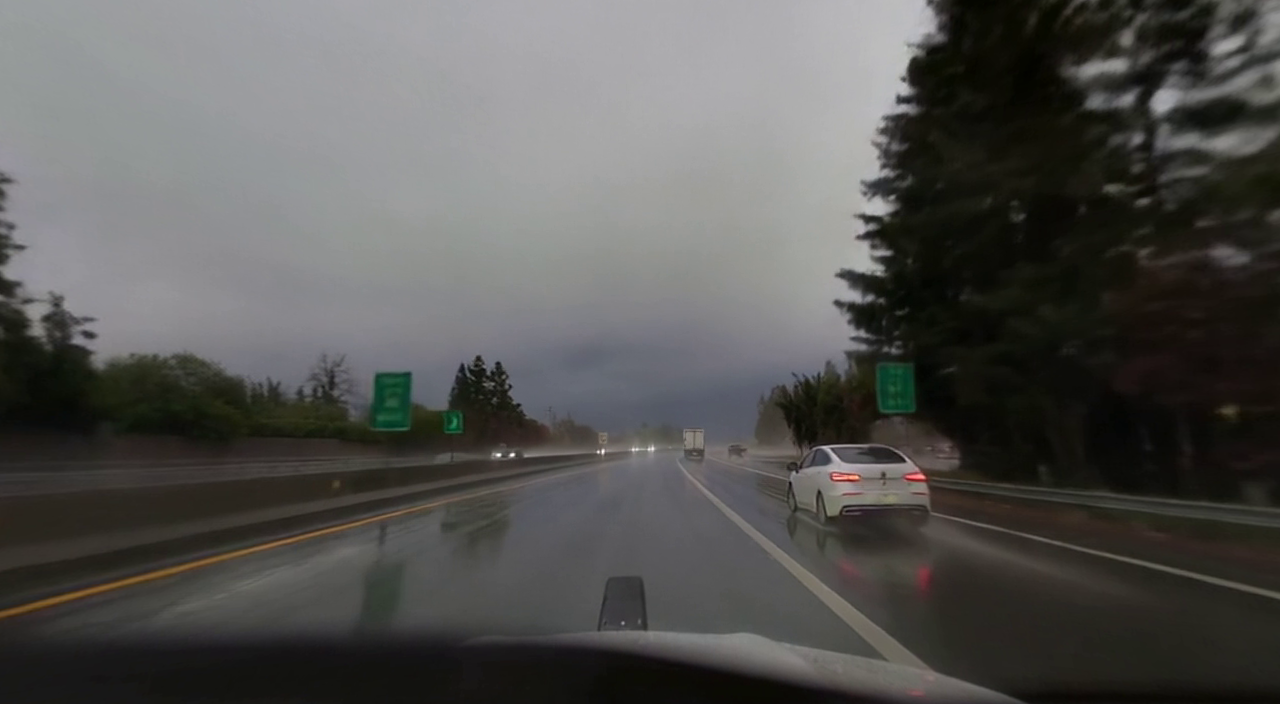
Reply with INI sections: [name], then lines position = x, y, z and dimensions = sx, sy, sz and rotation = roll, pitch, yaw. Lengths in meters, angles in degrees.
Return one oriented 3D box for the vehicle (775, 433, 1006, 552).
[vehicle]
position = 3.606, 2.095, 10.061
dimensions = 1.938, 1.456, 4.204
rotation = 0, -9, 0
